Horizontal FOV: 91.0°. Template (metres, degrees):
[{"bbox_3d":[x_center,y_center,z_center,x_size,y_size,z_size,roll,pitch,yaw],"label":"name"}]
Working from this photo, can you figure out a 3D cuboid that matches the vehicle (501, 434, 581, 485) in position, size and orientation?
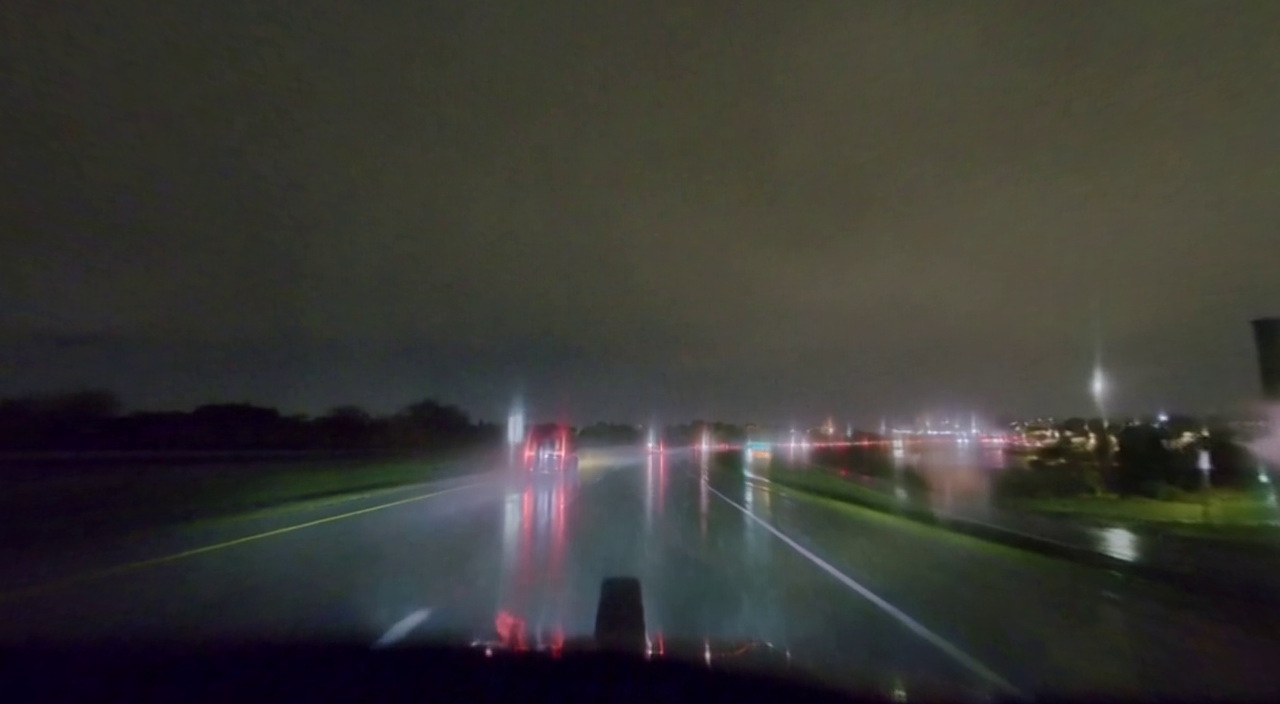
[{"bbox_3d":[-3.714,4.160,24.677,2.193,1.771,4.757,0,-9,2],"label":"vehicle"}]
